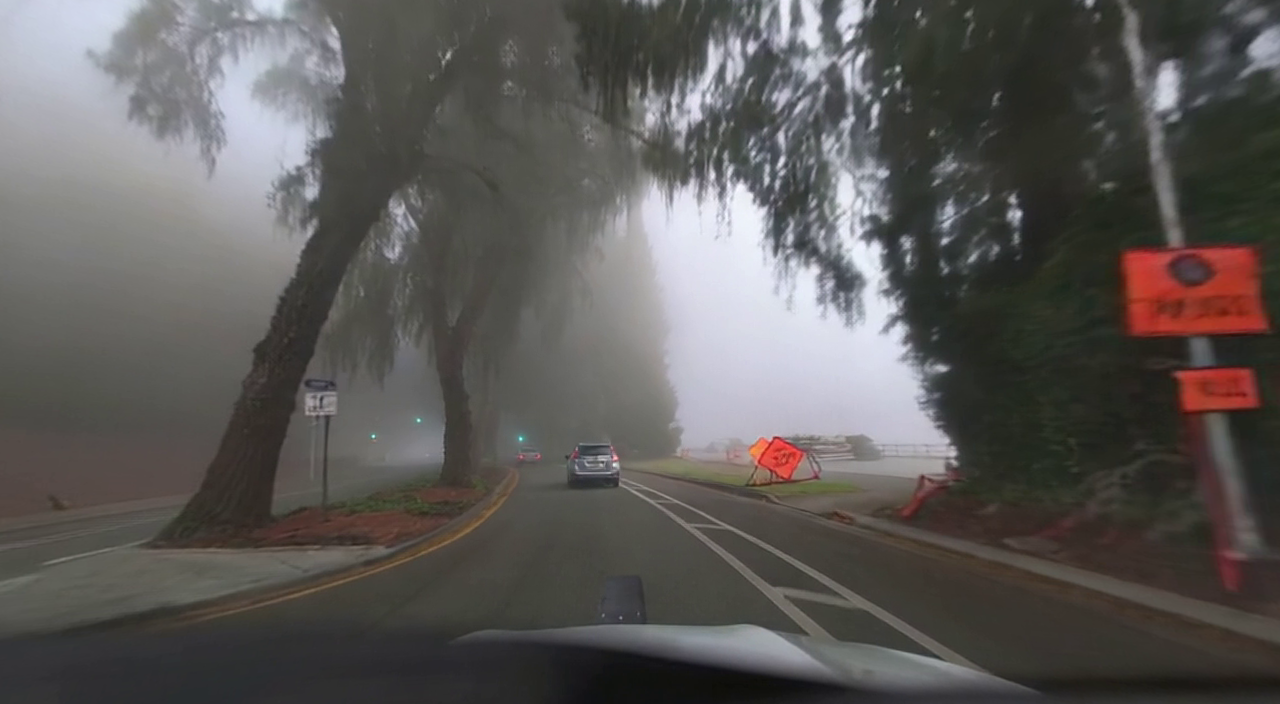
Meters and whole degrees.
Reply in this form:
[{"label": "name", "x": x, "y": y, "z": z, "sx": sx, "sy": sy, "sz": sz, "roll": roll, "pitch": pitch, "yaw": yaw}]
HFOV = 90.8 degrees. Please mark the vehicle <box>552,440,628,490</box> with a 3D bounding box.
[{"label": "vehicle", "x": -1.832, "y": 3.820, "z": 21.824, "sx": 2.266, "sy": 1.508, "sz": 4.430, "roll": 1, "pitch": -9, "yaw": -9}]
